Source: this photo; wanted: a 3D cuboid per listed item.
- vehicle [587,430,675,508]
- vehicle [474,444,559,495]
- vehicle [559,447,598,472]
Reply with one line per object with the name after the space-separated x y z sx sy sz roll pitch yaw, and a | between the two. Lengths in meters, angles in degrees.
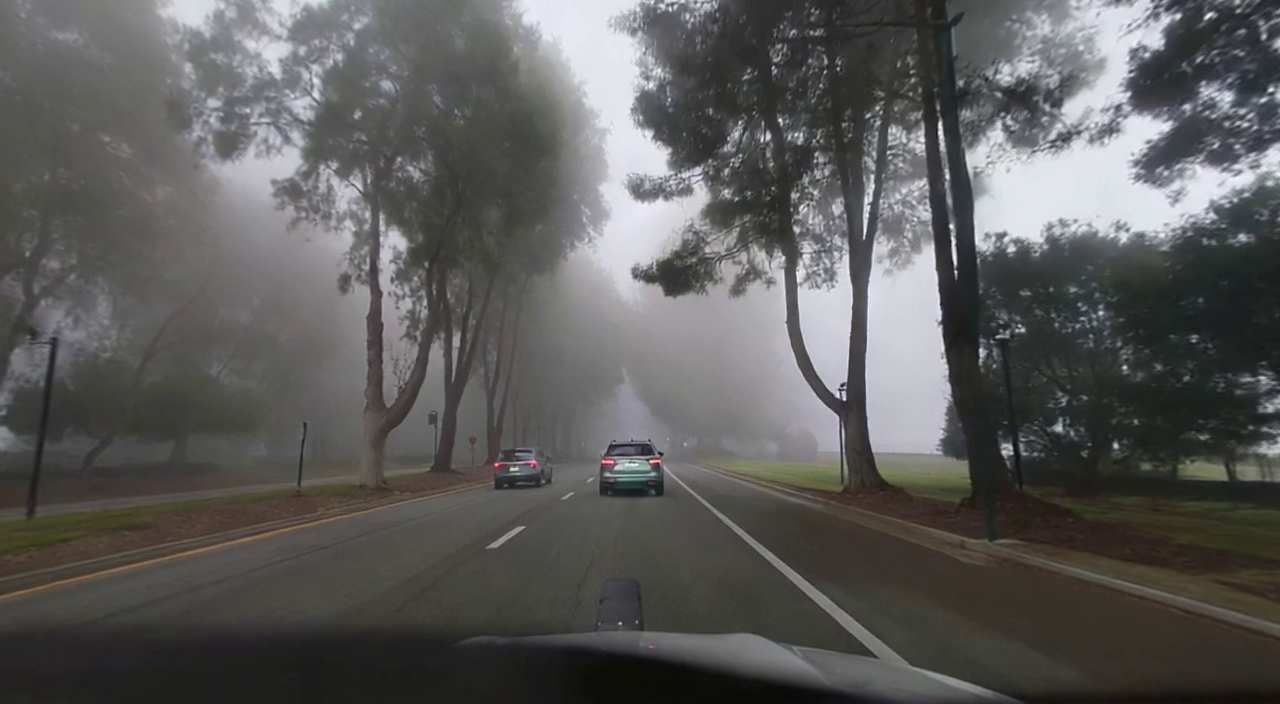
-0.203 3.001 16.636 2.018 1.769 3.897 0 -8 0 | vehicle
-4.006 3.863 21.253 1.936 1.538 4.016 0 -8 2 | vehicle
-3.902 6.882 40.639 1.959 1.485 4.452 0 -8 2 | vehicle
